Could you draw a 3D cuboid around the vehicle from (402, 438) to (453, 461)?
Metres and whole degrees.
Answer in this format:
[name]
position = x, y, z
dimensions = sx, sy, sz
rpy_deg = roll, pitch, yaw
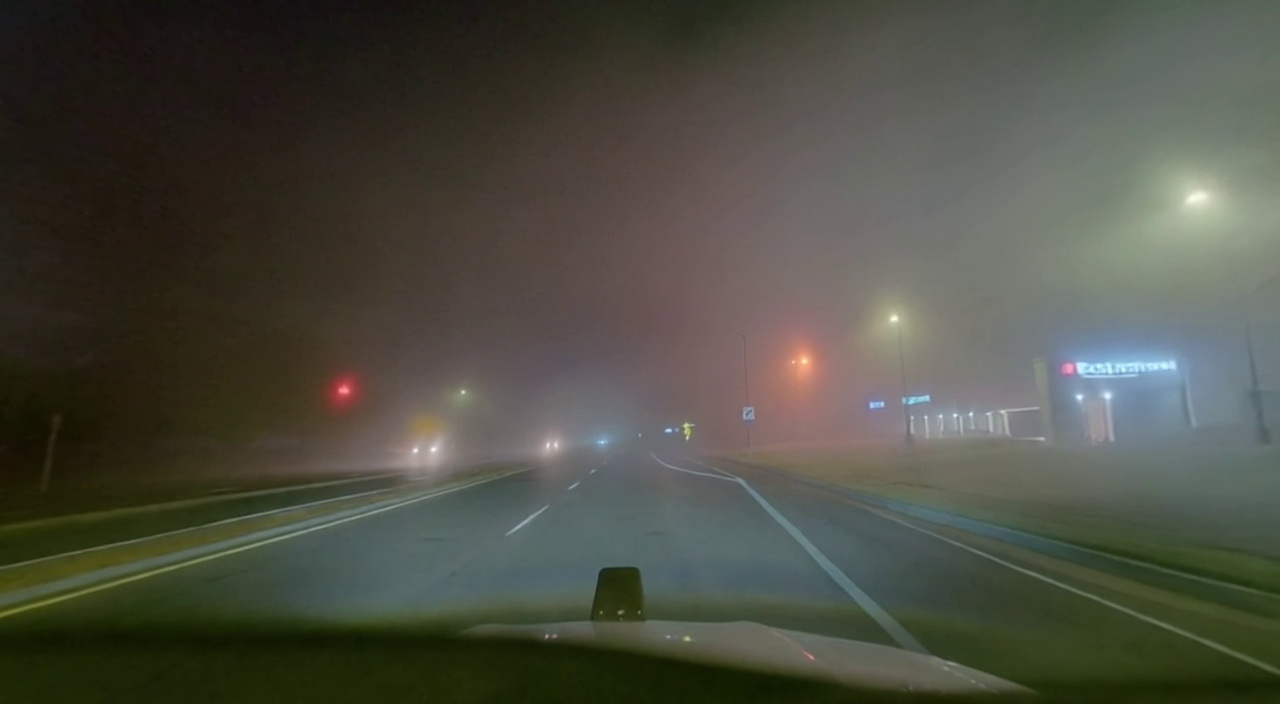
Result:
[vehicle]
position = -15.926, 7.330, 47.616
dimensions = 2.131, 1.679, 4.554
rpy_deg = -1, -8, 2
